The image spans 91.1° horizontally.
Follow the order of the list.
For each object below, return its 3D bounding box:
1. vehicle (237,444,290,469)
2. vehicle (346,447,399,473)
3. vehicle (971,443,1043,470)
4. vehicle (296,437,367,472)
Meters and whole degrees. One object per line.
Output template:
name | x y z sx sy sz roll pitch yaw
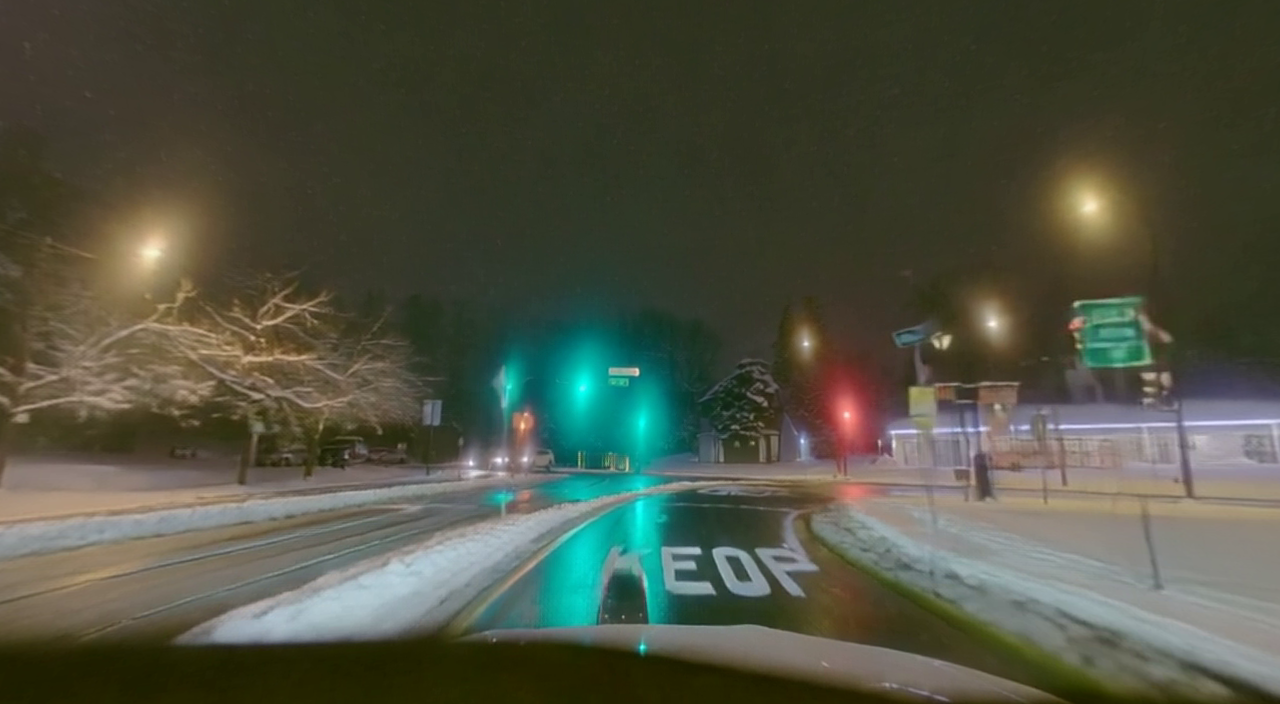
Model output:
vehicle | -24.735 6.870 41.375 1.771 1.510 3.545 1 -9 -10
vehicle | -15.375 6.199 36.278 1.789 1.399 4.236 1 -9 -9
vehicle | 27.818 7.903 47.570 4.474 1.956 2.263 -6 -11 31
vehicle | -18.413 6.133 37.772 2.337 1.934 4.843 1 -9 -8
